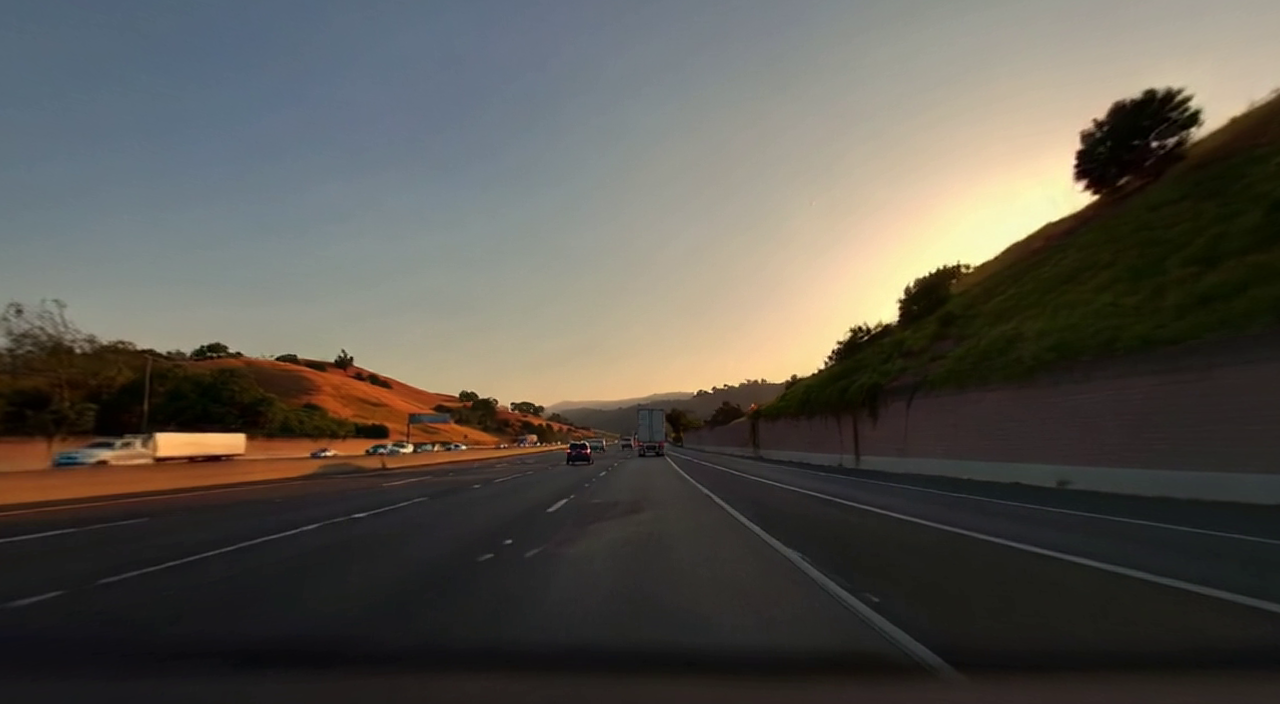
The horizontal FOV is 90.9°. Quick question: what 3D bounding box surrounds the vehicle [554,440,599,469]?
[{"bbox_3d":[-3.504,5.695,35.389,1.983,1.508,4.060,0,-8,1],"label":"vehicle"}]
